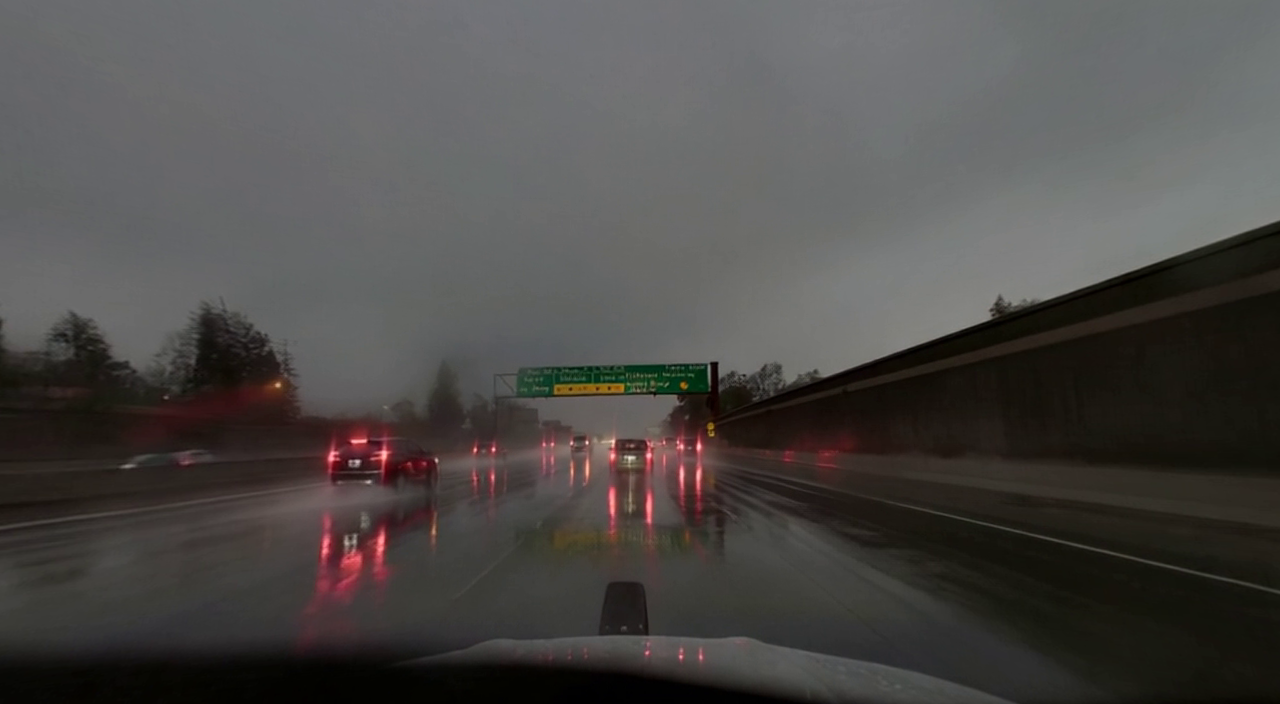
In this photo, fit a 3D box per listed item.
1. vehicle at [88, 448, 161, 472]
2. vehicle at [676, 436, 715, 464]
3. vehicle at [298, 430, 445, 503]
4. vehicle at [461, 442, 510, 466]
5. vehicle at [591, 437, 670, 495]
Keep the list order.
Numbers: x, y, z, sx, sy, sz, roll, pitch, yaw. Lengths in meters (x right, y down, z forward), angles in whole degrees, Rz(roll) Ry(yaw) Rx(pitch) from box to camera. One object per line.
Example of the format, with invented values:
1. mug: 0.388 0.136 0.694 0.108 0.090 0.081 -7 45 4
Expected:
1. vehicle: -32.673 6.832 40.083 1.606 1.402 3.428 -1 -8 2
2. vehicle: 3.615 6.473 41.853 2.100 1.707 4.342 0 -8 -2
3. vehicle: -6.910 2.988 16.837 2.060 1.669 4.242 0 -8 0
4. vehicle: -10.518 6.971 43.366 2.019 1.510 4.992 0 -8 1
5. vehicle: -0.259 3.249 18.397 2.042 1.446 4.269 0 -8 0
